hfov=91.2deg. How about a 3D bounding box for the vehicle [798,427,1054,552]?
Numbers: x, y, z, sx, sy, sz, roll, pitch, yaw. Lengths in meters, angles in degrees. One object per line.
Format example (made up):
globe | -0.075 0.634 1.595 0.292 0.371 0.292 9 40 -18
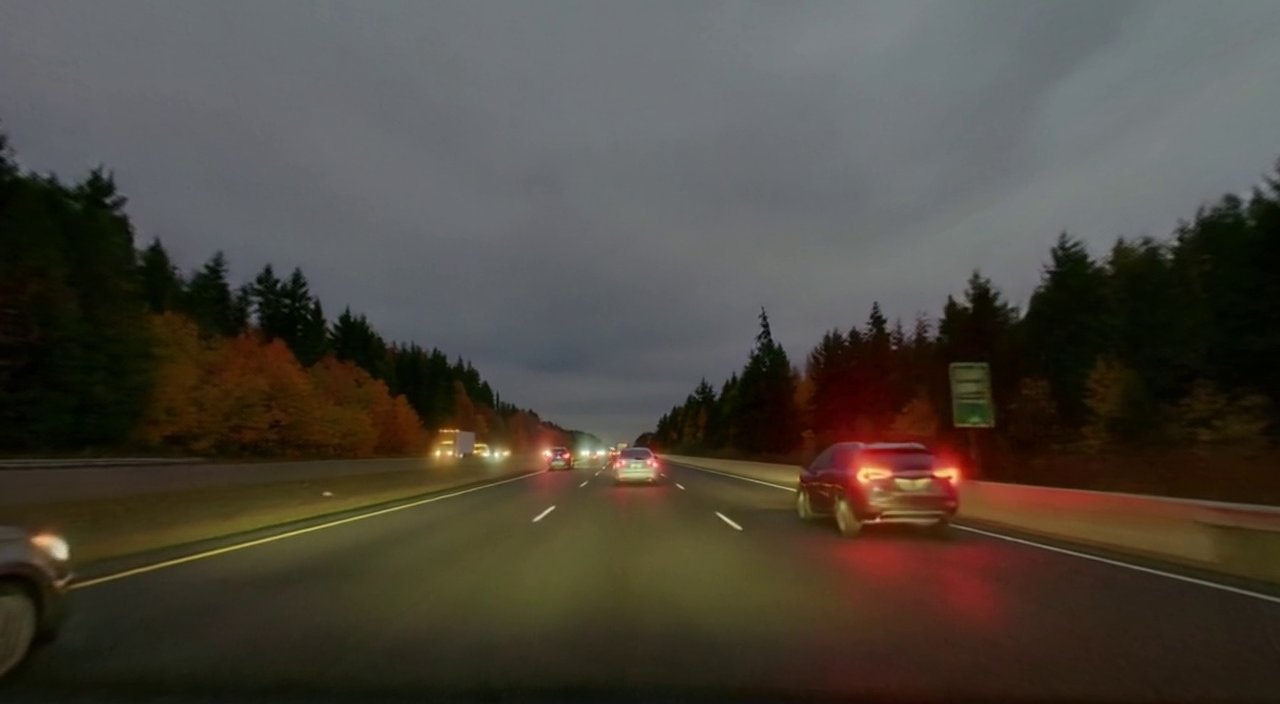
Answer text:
vehicle | 4.232 2.100 10.278 2.035 1.571 4.413 0 -9 -1

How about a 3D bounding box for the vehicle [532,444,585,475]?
vehicle | -4.701 6.279 36.679 2.545 1.679 4.267 0 -9 0

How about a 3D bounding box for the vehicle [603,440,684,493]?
vehicle | 0.066 4.027 22.305 2.634 1.679 4.070 0 -9 -1
